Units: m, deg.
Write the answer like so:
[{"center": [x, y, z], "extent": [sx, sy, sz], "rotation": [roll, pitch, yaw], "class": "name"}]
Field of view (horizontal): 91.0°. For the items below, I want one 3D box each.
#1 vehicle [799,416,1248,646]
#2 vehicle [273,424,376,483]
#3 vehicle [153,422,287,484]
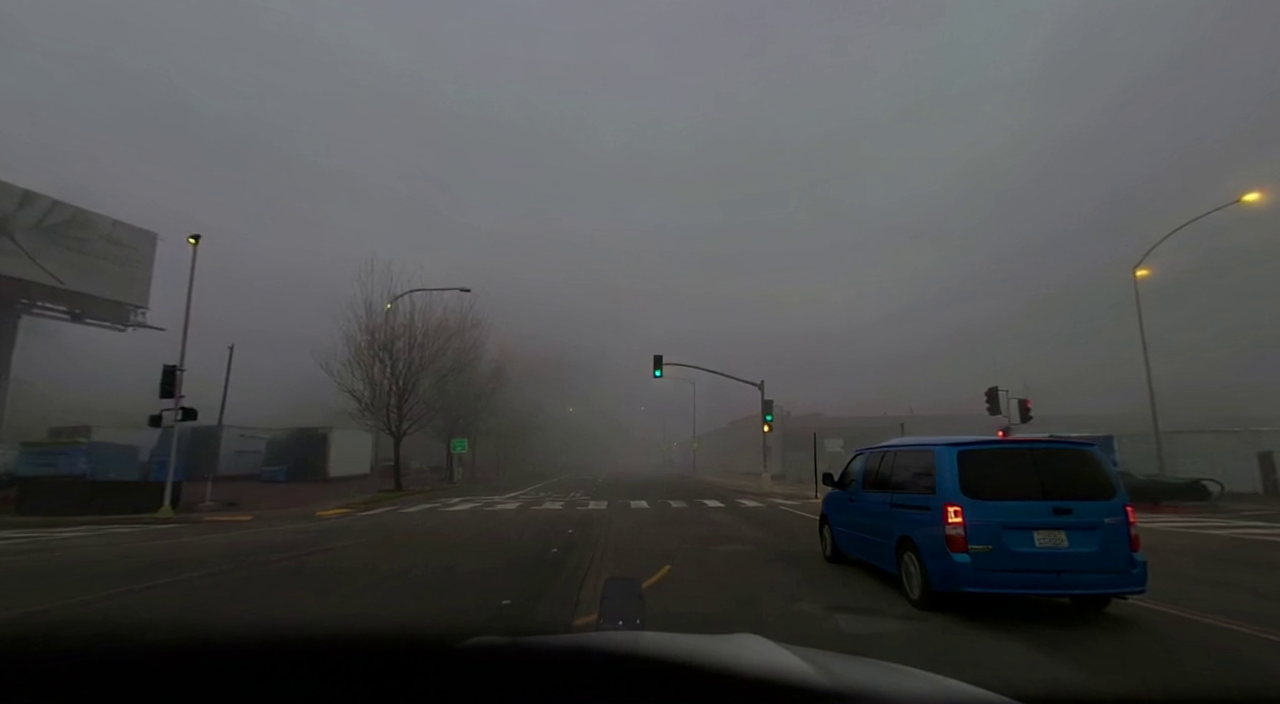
[{"center": [3.728, 1.817, 7.568], "extent": [2.202, 1.822, 4.826], "rotation": [1, -9, -2], "class": "vehicle"}, {"center": [-21.439, 6.916, 43.467], "extent": [3.337, 3.644, 7.945], "rotation": [0, -8, -3], "class": "vehicle"}, {"center": [-28.203, 6.945, 43.032], "extent": [2.943, 3.741, 9.094], "rotation": [0, -10, -1], "class": "vehicle"}]
